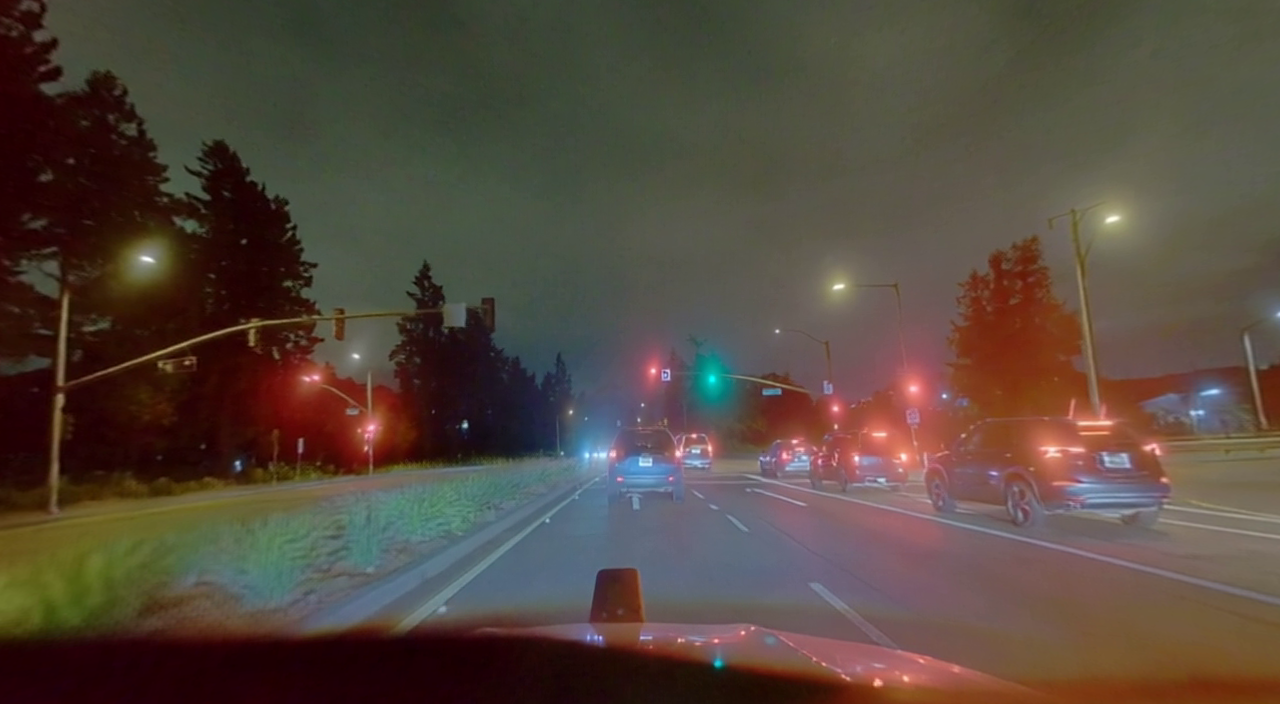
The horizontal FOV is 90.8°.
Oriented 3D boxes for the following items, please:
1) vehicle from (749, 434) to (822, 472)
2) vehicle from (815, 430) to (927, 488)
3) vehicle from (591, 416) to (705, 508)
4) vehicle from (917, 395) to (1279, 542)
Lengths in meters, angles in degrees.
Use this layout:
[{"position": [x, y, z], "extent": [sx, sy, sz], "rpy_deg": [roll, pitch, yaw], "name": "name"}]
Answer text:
[{"position": [7.247, 5.109, 32.076], "extent": [2.440, 1.775, 4.791], "rpy_deg": [0, -9, -1], "name": "vehicle"}, {"position": [7.311, 3.431, 20.494], "extent": [2.025, 1.642, 4.189], "rpy_deg": [0, -9, 0], "name": "vehicle"}, {"position": [0.128, 2.603, 15.223], "extent": [2.353, 1.894, 4.122], "rpy_deg": [0, -9, -1], "name": "vehicle"}, {"position": [7.121, 1.911, 10.885], "extent": [2.251, 1.873, 5.346], "rpy_deg": [0, -9, 0], "name": "vehicle"}]
